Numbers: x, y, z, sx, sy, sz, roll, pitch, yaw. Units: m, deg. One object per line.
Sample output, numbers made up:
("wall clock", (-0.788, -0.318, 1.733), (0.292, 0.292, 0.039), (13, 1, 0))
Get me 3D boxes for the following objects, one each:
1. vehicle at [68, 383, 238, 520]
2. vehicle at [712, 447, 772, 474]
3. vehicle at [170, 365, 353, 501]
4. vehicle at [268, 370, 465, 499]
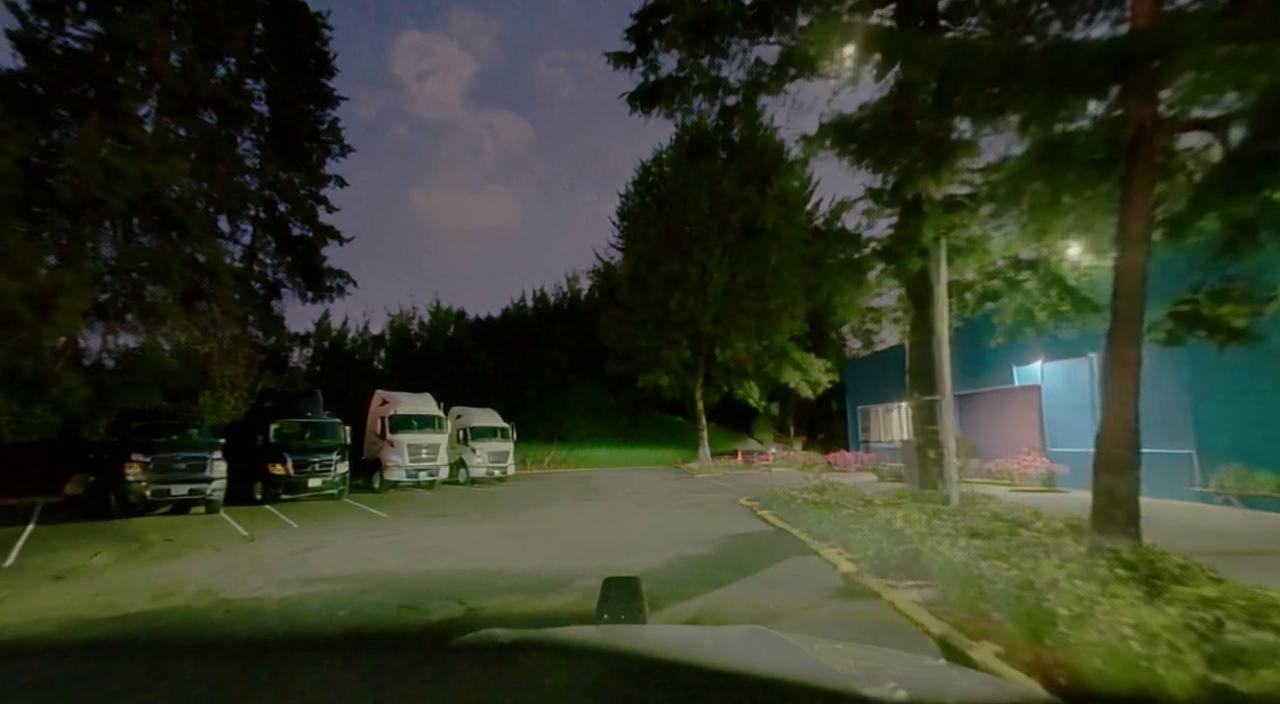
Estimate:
("vehicle", (-13.887, 2.772, 17.675), (2.674, 3.007, 7.819), (8, -12, -43))
("vehicle", (6.003, 6.309, 36.904), (1.809, 1.506, 3.473), (-8, -12, 42))
("vehicle", (-14.325, 3.115, 23.184), (3.038, 3.871, 11.512), (8, -12, -43))
("vehicle", (-11.387, 3.423, 25.191), (2.948, 4.069, 11.906), (8, -12, -44))
